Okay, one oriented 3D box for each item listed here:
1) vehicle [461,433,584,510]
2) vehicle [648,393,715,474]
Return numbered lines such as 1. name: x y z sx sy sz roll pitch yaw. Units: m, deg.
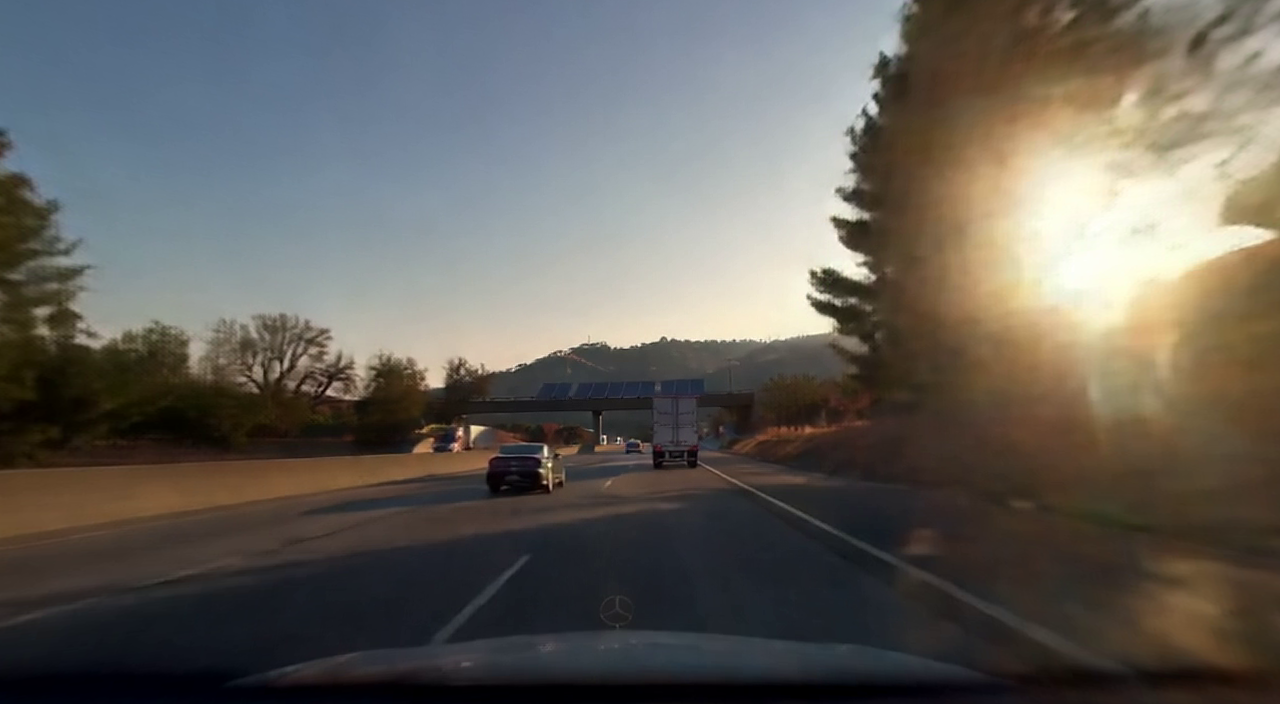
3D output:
1. vehicle: -2.651 2.826 15.358 2.066 1.581 4.268 -1 -8 2
2. vehicle: 2.050 4.387 33.526 2.967 3.633 10.015 -1 -8 2
